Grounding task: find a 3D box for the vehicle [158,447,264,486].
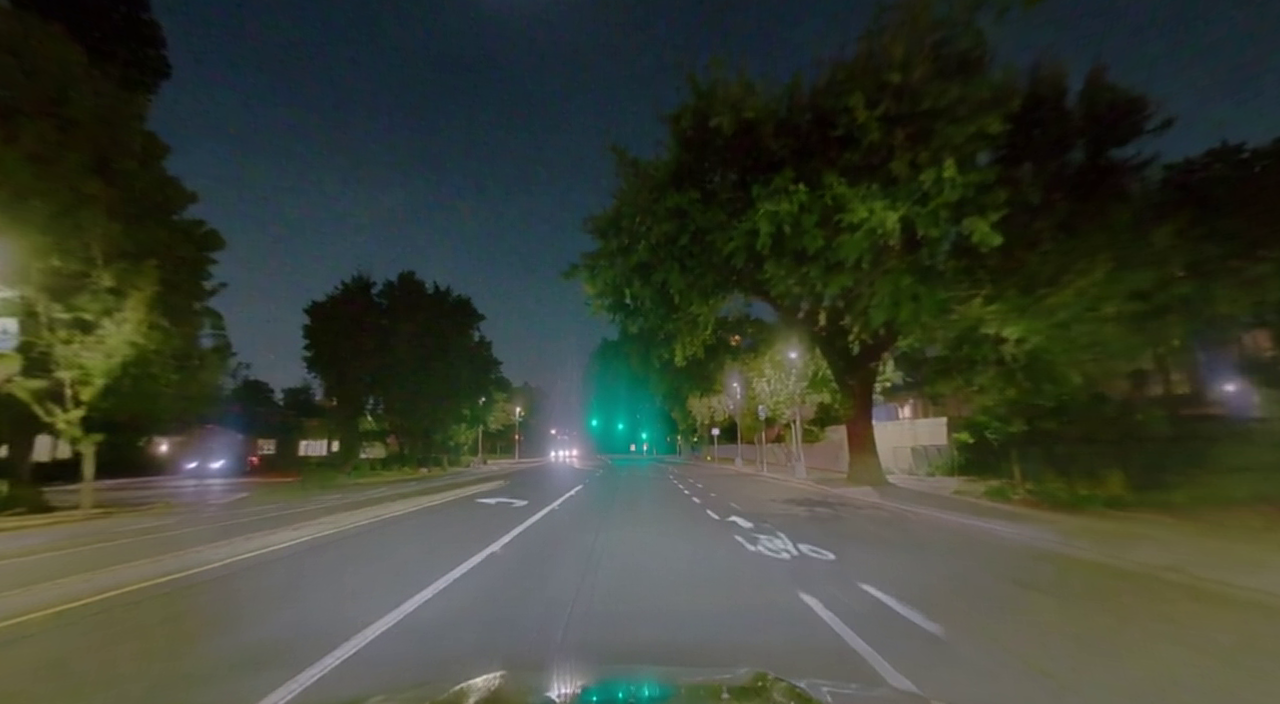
[{"bbox_3d":[-23.324,6.198,34.722,2.192,1.901,5.889,0,-9,-6],"label":"vehicle"}]
